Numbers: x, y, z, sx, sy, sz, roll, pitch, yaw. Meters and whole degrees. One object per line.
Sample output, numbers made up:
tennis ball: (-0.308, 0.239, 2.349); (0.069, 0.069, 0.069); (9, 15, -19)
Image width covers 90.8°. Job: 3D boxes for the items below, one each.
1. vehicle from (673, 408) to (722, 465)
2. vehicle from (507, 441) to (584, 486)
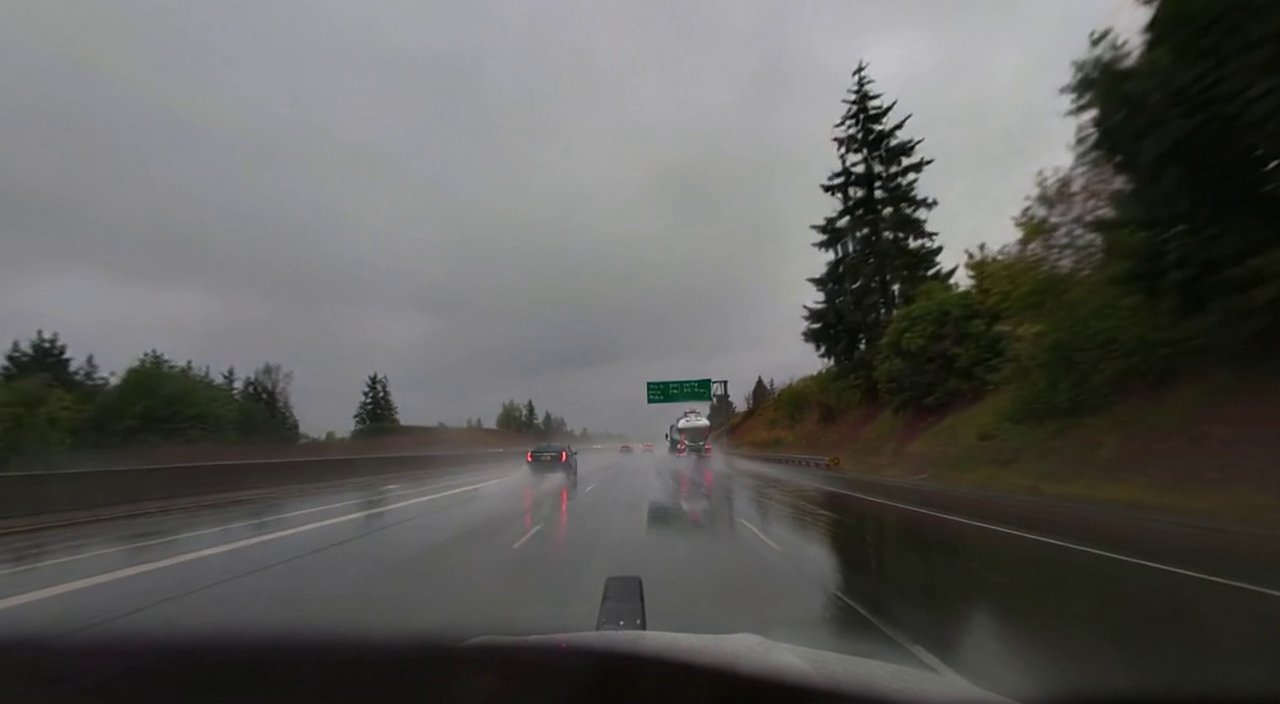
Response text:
vehicle: (4.125, 6.389, 47.122); (2.759, 3.734, 9.708); (0, -9, 0)
vehicle: (-3.290, 3.975, 22.856); (1.986, 1.458, 4.506); (0, -9, 1)
